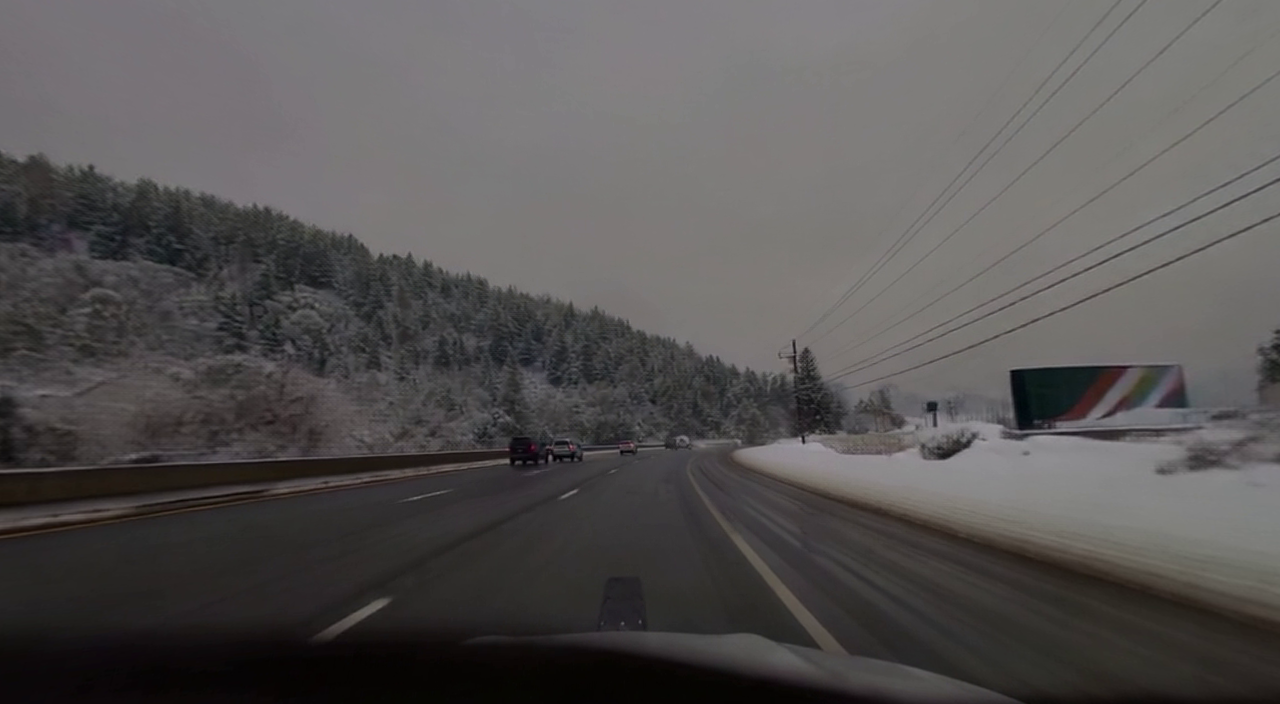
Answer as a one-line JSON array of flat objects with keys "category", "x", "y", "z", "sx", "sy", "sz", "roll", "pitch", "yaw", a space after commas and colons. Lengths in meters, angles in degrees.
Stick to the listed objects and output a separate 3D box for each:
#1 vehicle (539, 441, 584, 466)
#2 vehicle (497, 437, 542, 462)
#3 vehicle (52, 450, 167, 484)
[{"category": "vehicle", "x": -5.084, "y": 6.629, "z": 41.204, "sx": 2.010, "sy": 1.489, "sz": 4.456, "roll": -1, "pitch": -9, "yaw": 5}, {"category": "vehicle", "x": -8.866, "y": 7.252, "z": 46.650, "sx": 2.063, "sy": 1.743, "sz": 4.392, "roll": -1, "pitch": -9, "yaw": 6}, {"category": "vehicle", "x": -26.597, "y": 5.754, "z": 31.707, "sx": 1.754, "sy": 1.512, "sz": 4.349, "roll": -1, "pitch": -9, "yaw": 5}]
